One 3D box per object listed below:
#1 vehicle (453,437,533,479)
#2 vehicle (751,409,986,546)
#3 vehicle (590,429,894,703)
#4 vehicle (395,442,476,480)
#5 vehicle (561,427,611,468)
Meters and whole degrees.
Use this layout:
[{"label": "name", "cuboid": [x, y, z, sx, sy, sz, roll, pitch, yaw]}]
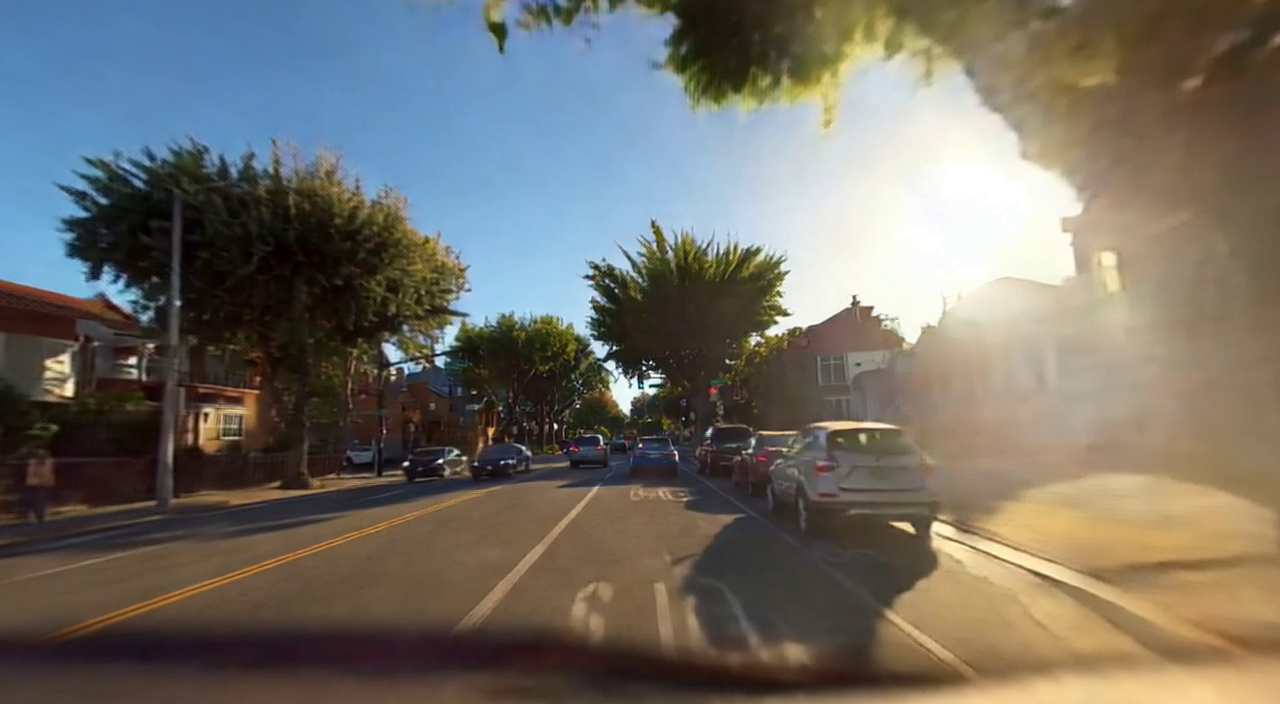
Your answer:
[{"label": "vehicle", "cuboid": [-5.784, 4.199, 25.381, 2.055, 1.521, 4.639, -1, -8, 1]}, {"label": "vehicle", "cuboid": [3.070, 1.754, 9.515, 1.905, 1.589, 4.028, 0, -8, -2]}, {"label": "vehicle", "cuboid": [0.442, 1.316, 4.756, 1.485, 1.385, 3.283, 1, -8, -2]}, {"label": "vehicle", "cuboid": [-8.955, 4.770, 27.947, 2.059, 1.507, 4.379, -1, -8, 1]}, {"label": "vehicle", "cuboid": [-2.550, 4.608, 30.691, 1.983, 1.841, 4.013, -1, -8, 1]}]
